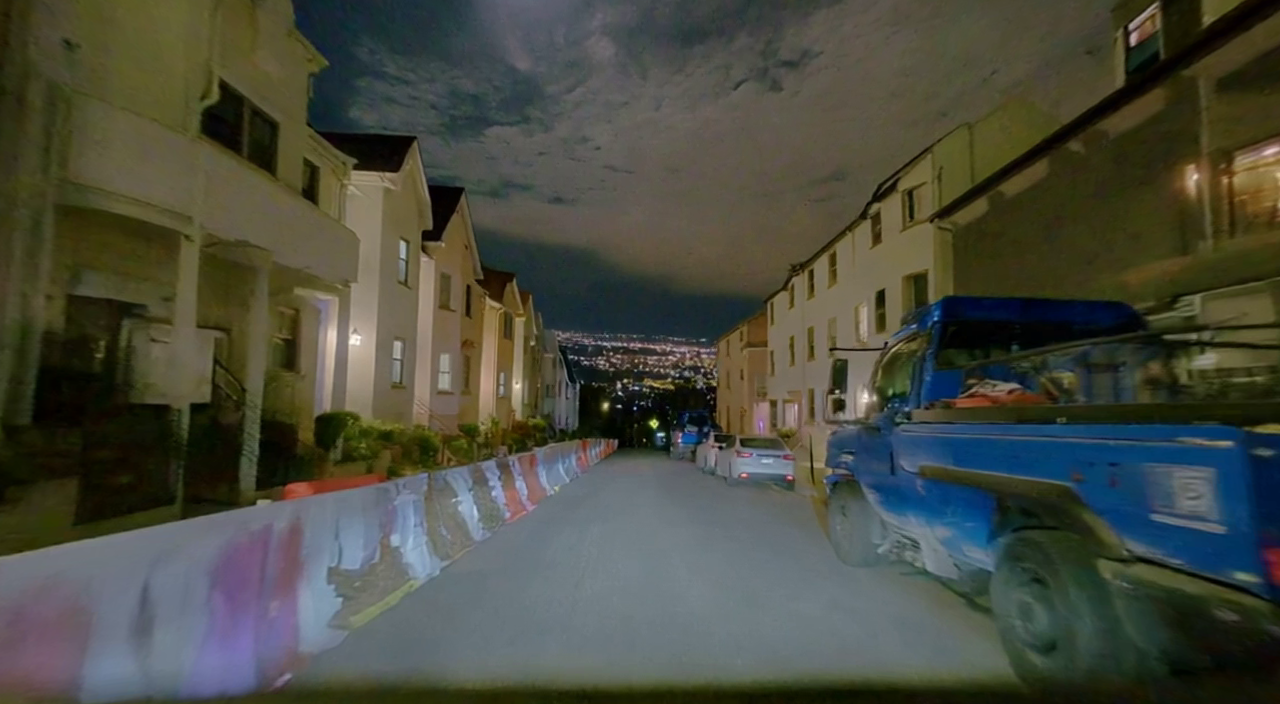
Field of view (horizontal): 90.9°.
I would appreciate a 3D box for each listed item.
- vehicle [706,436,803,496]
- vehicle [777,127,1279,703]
[{"bbox_3d":[3.008,3.047,17.439,1.805,1.436,4.201,0,-8,-2],"label":"vehicle"},{"bbox_3d":[3.145,0.820,5.297,2.483,2.644,5.972,0,-8,-1],"label":"vehicle"}]
